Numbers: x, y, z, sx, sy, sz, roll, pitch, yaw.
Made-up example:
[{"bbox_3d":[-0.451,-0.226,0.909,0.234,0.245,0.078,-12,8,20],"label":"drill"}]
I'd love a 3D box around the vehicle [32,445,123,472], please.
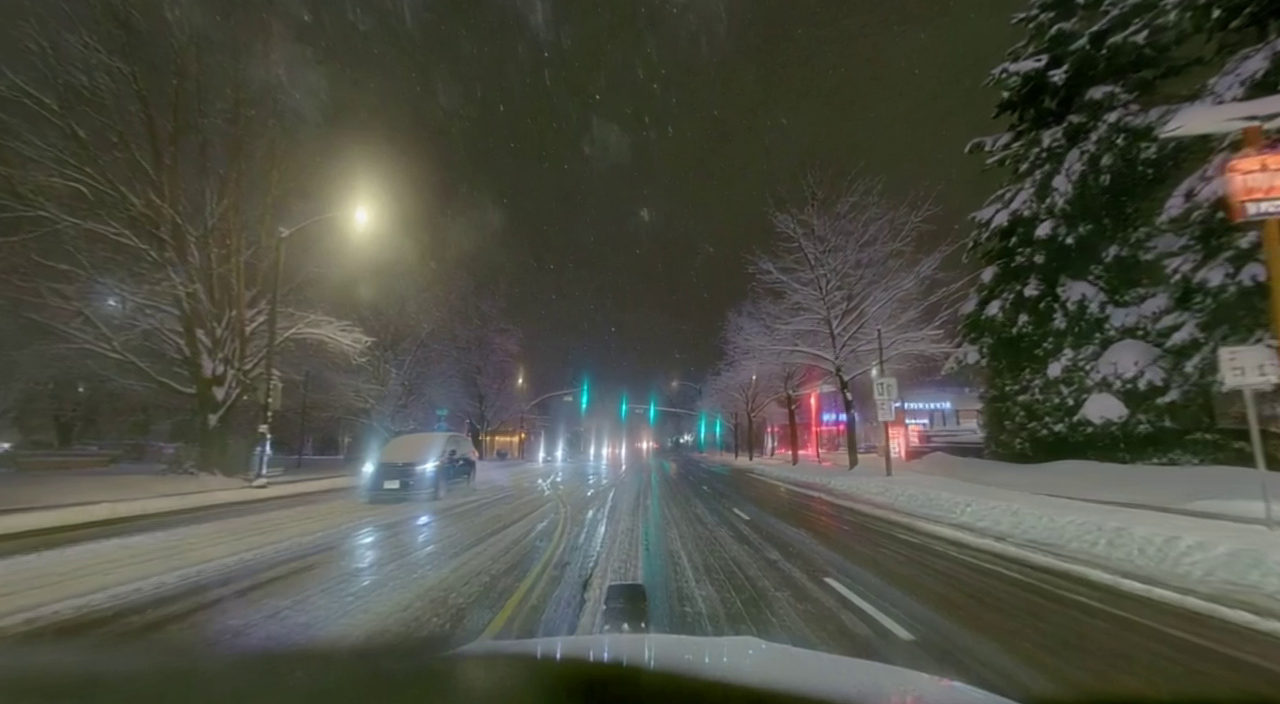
[{"bbox_3d":[-37.772,7.156,42.391,4.267,1.730,1.934,0,-8,1],"label":"vehicle"}]

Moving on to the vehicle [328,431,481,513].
[{"bbox_3d":[-5.580,2.882,15.691,2.055,1.714,4.374,0,-8,1],"label":"vehicle"}]
